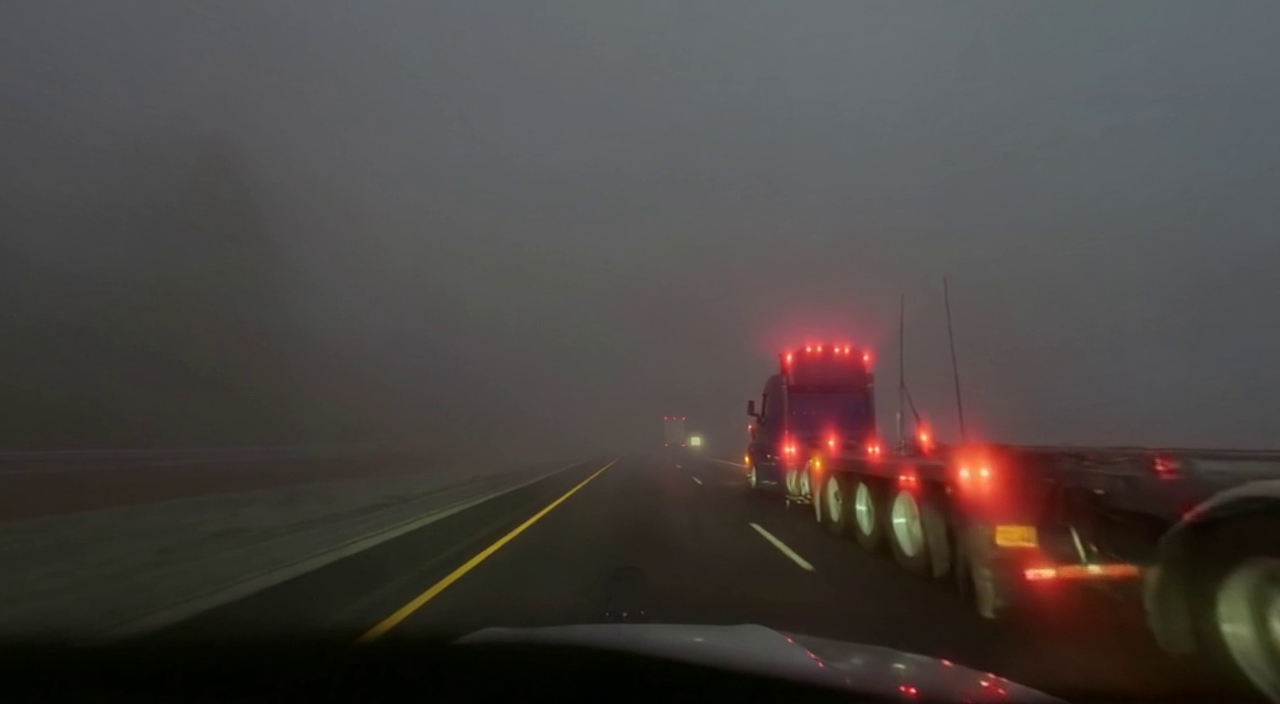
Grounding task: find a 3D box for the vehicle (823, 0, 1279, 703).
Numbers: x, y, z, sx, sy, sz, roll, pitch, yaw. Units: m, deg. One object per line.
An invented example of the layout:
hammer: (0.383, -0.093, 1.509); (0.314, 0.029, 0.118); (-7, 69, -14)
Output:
vehicle: (3.987, -0.388, 0.244); (2.976, 4.114, 16.788); (0, -8, 1)
